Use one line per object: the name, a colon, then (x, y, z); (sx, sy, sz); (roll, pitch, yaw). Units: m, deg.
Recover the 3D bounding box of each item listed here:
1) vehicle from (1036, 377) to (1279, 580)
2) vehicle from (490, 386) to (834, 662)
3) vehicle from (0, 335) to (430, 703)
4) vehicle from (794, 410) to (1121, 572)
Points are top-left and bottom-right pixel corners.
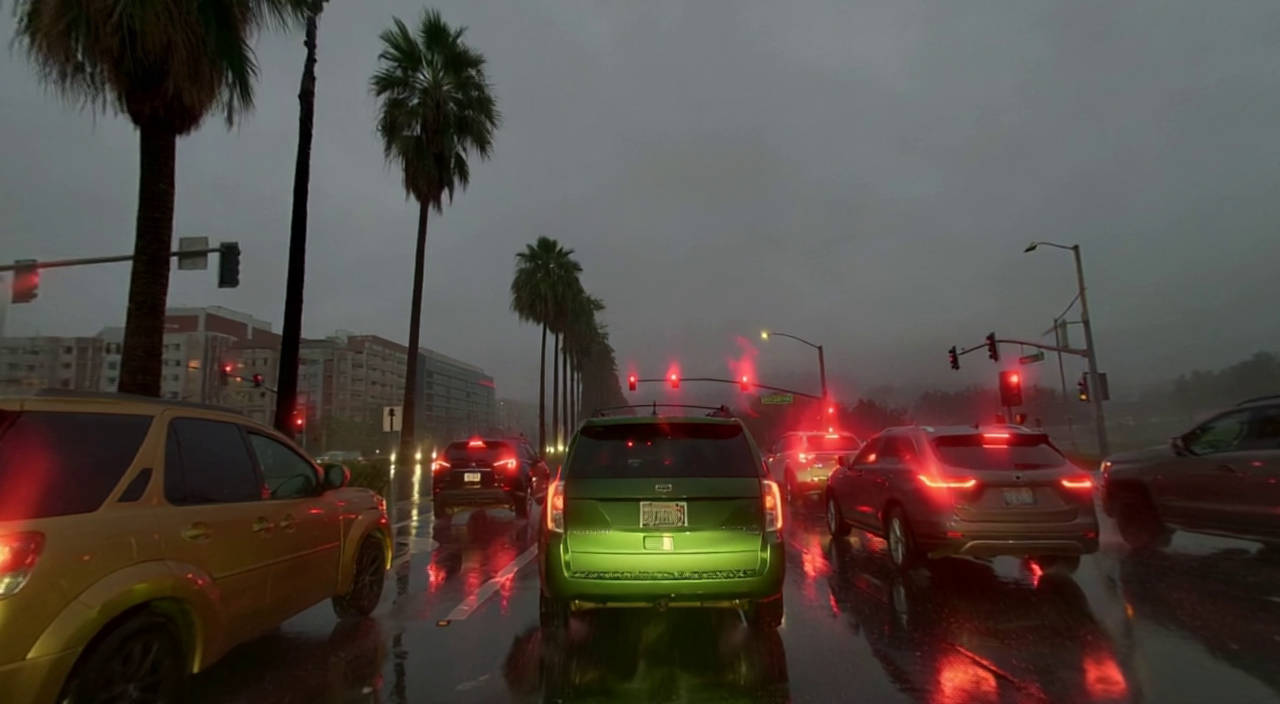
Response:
vehicle: (7.331, 1.335, 6.829); (2.337, 1.925, 5.728); (0, -8, 1)
vehicle: (0.166, 1.371, 6.041); (2.123, 1.704, 4.128); (0, -8, 1)
vehicle: (-3.157, 1.082, 3.895); (2.171, 1.702, 4.416); (0, -8, 0)
vehicle: (4.005, 1.856, 9.285); (2.072, 1.704, 5.170); (0, -8, -1)
